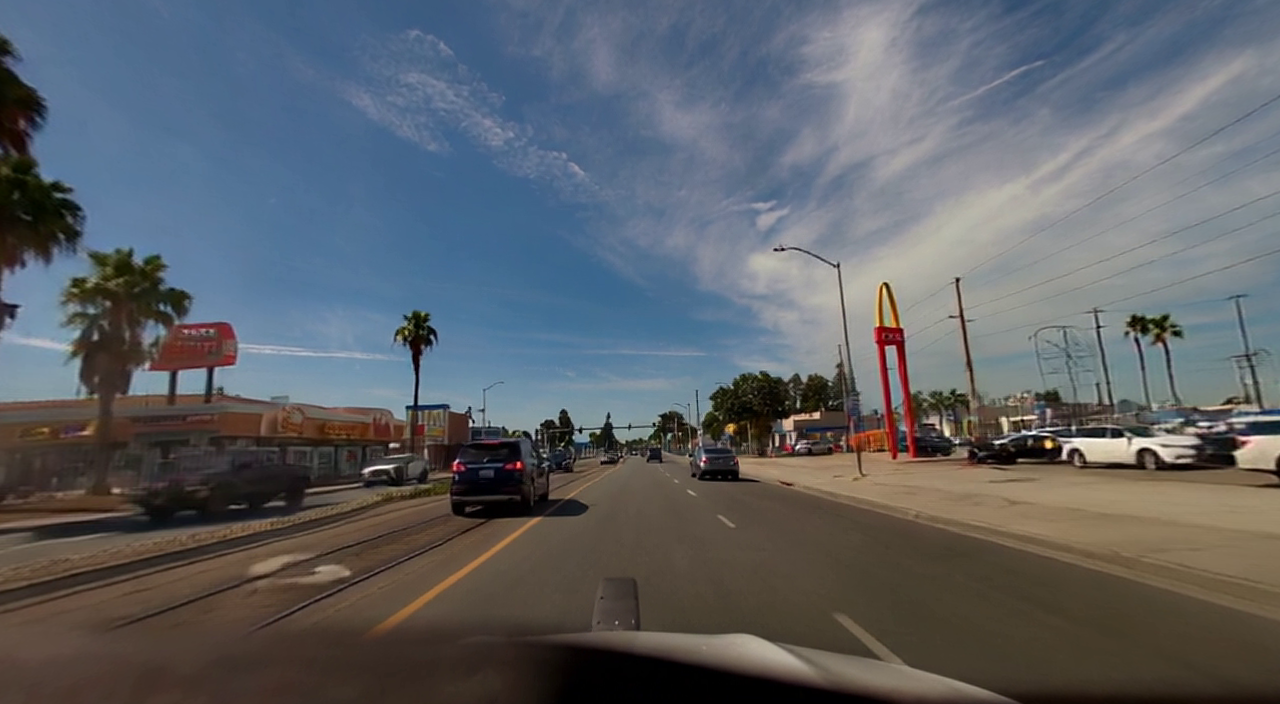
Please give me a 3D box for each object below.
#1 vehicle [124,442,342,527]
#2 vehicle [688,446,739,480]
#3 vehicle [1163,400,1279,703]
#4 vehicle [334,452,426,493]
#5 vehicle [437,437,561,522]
[{"bbox_3d":[-10.232,3.327,16.536,2.169,1.853,4.853,-1,-9,5],"label":"vehicle"},{"bbox_3d":[3.372,5.198,29.807,1.889,1.448,4.262,0,-9,0],"label":"vehicle"},{"bbox_3d":[3.479,0.681,0.830,1.987,1.474,4.198,0,-9,1],"label":"vehicle"},{"bbox_3d":[-11.371,5.291,28.042,1.940,1.550,4.525,0,-8,3],"label":"vehicle"},{"bbox_3d":[-2.857,2.669,13.769,2.021,1.550,4.090,0,-9,-4],"label":"vehicle"}]
